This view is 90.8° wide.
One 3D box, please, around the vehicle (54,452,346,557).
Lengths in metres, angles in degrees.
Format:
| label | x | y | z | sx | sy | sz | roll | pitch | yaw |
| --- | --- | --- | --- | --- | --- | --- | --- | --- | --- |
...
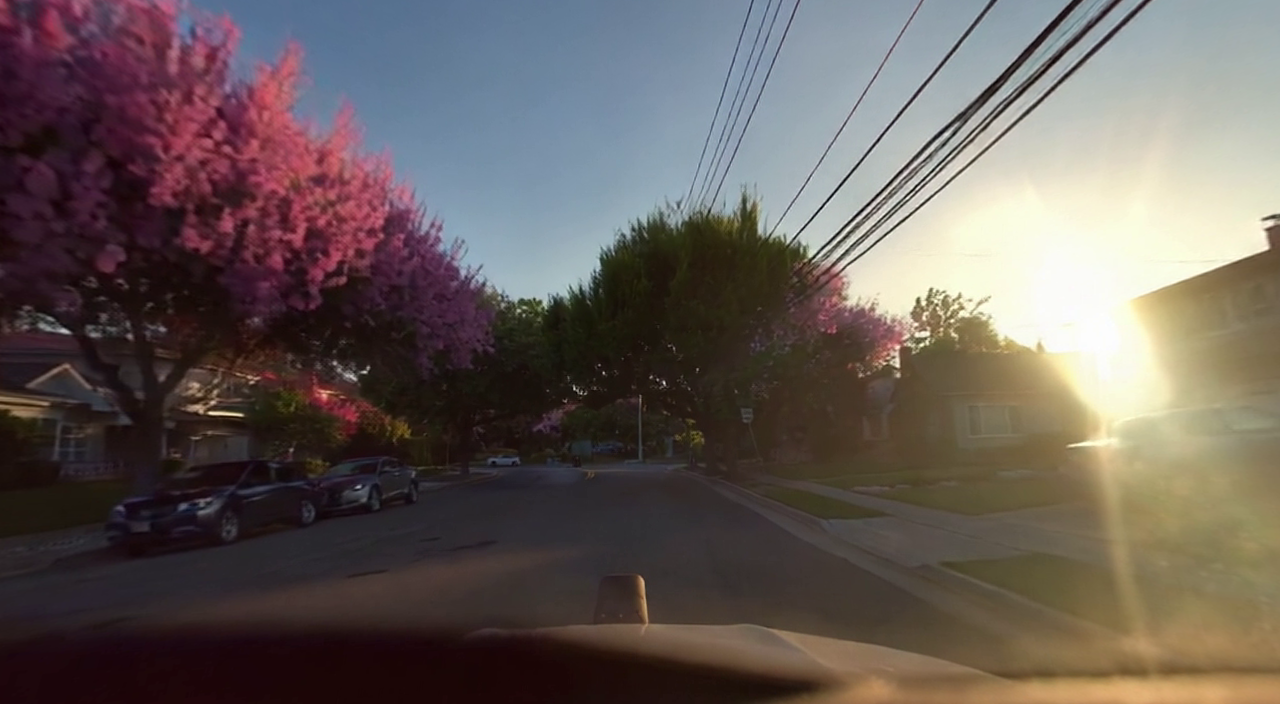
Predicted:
| label | x | y | z | sx | sy | sz | roll | pitch | yaw |
| --- | --- | --- | --- | --- | --- | --- | --- | --- | --- |
| vehicle | -7.558 | 2.604 | 11.609 | 2.034 | 1.493 | 4.524 | 0 | -9 | 1 |

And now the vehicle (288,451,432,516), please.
| label | x | y | z | sx | sy | sz | roll | pitch | yaw |
| --- | --- | --- | --- | --- | --- | --- | --- | --- | --- |
| vehicle | -7.312 | 3.446 | 17.083 | 1.896 | 1.484 | 4.298 | 0 | -9 | 0 |

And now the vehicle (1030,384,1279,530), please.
| label | x | y | z | sx | sy | sz | roll | pitch | yaw |
| --- | --- | --- | --- | --- | --- | --- | --- | --- | --- |
| vehicle | 8.629 | 1.482 | 9.540 | 4.025 | 1.738 | 1.920 | -6 | -9 | -1 |
